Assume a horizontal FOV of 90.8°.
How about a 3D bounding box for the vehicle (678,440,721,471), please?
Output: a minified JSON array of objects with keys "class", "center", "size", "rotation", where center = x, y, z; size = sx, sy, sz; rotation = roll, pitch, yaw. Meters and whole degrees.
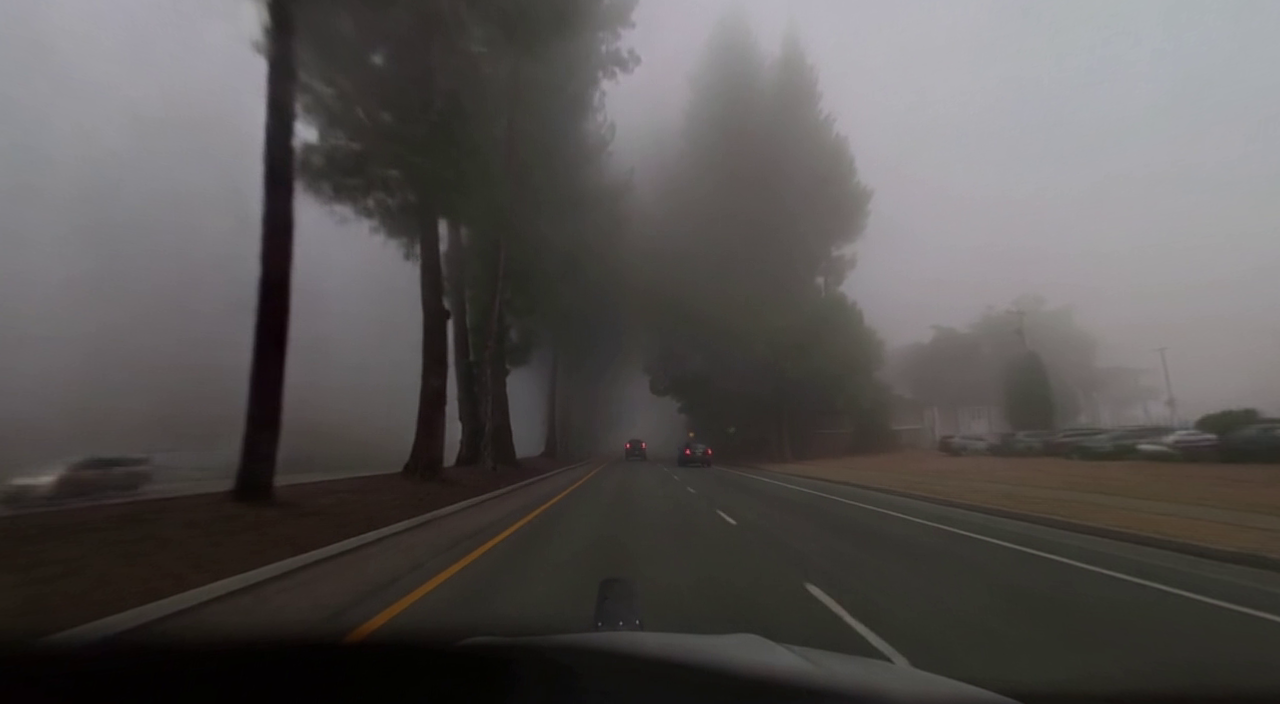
[{"class":"vehicle","center":[3.259,5.770,35.492],"size":[1.888,1.640,4.044],"rotation":[0,-8,-2]}]
